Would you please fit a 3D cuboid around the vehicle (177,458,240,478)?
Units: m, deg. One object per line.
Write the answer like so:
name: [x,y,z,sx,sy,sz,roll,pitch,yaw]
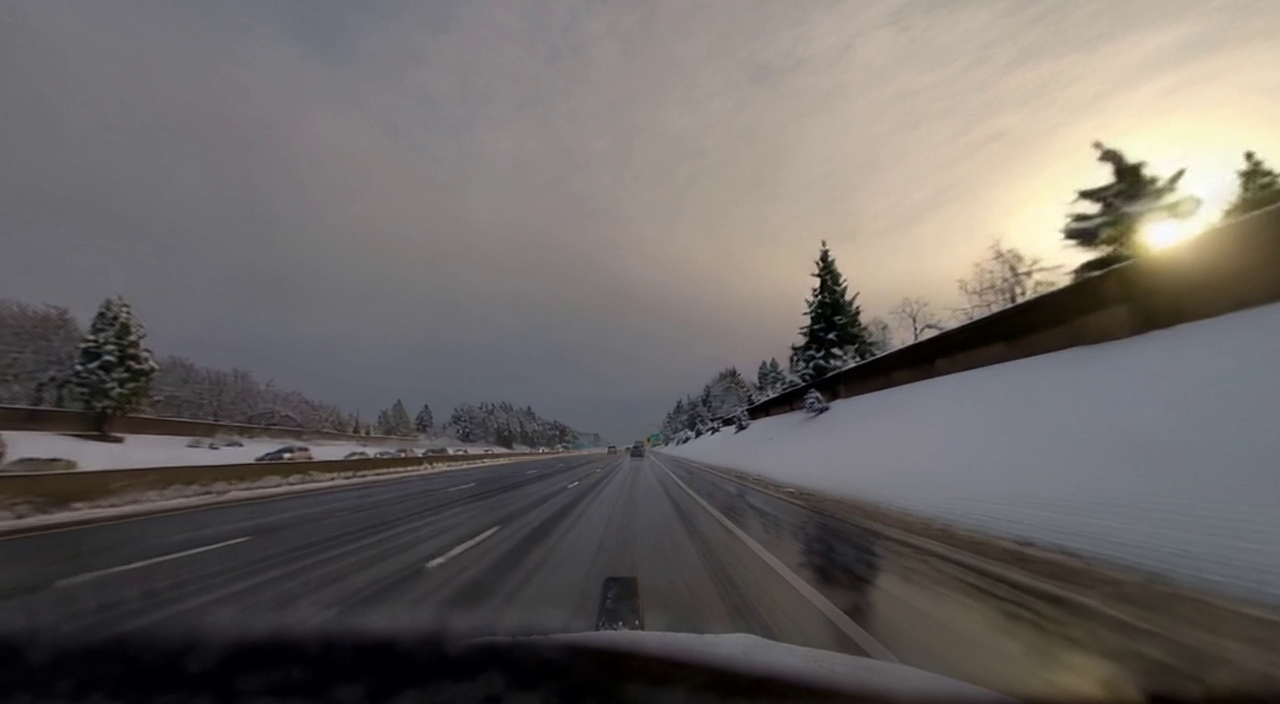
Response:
vehicle: [-33.880,9.100,49.557,1.800,1.470,4.330,0,-9,1]
